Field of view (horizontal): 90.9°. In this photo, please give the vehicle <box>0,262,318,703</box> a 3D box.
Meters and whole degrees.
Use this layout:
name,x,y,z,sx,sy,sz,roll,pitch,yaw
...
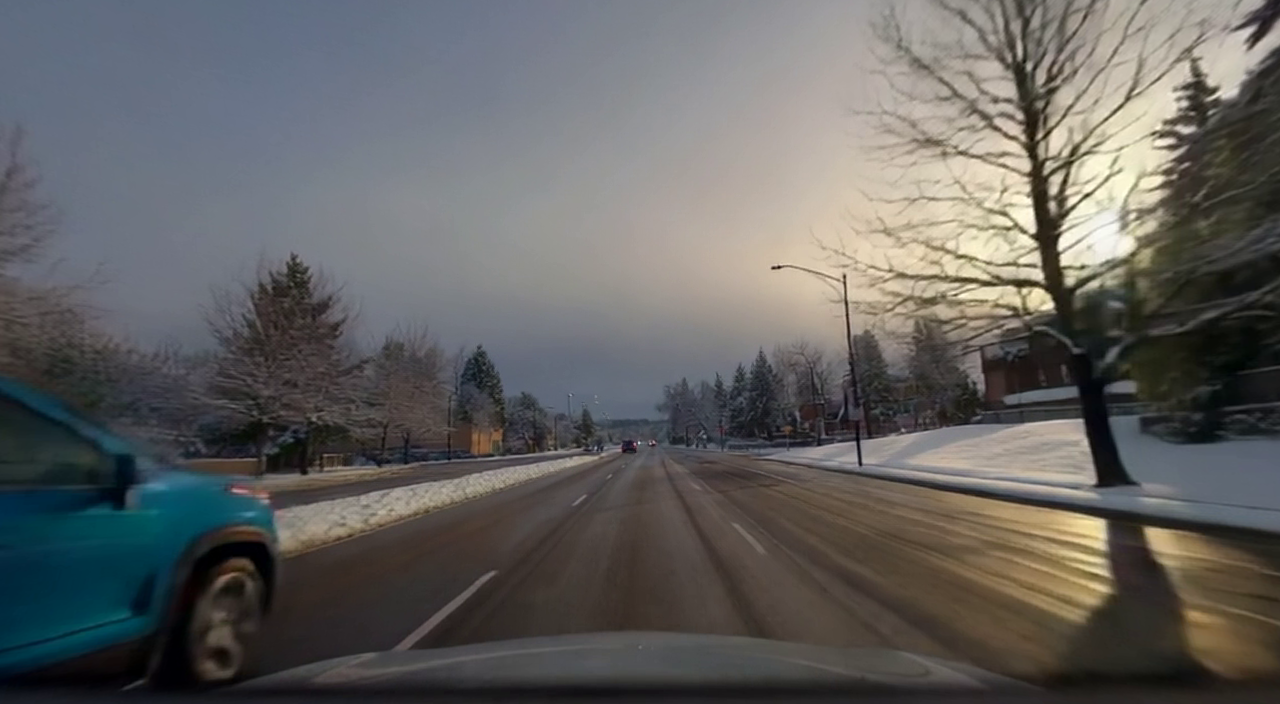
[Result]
name,x,y,z,sx,sy,sz,roll,pitch,yaw
vehicle,-3.135,0.571,1.448,2.179,1.851,4.756,0,-8,1
